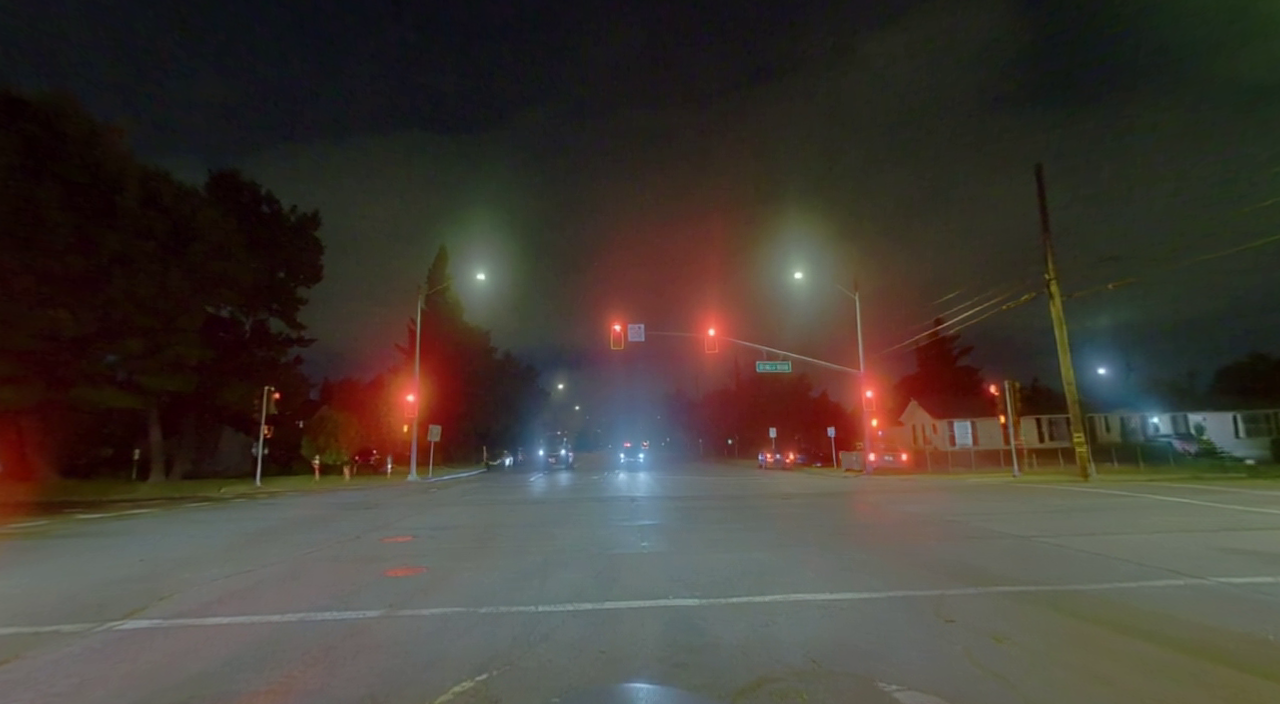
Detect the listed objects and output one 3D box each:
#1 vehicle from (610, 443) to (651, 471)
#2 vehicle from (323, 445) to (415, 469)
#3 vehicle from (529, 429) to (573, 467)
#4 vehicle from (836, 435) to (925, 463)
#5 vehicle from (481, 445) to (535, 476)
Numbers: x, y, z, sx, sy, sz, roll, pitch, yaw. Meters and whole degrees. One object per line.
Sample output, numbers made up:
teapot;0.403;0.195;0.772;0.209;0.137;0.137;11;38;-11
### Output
vehicle;-0.518;5.766;34.967;2.105;1.457;4.173;0;-8;-1
vehicle;-16.473;6.375;38.572;4.713;1.409;1.918;0;-8;-2
vehicle;-6.885;7.555;49.721;2.625;2.726;6.138;0;-8;-1
vehicle;15.304;6.188;40.349;4.892;1.656;1.856;0;-8;0
vehicle;-6.672;5.529;32.388;1.881;1.452;4.121;0;-8;0
